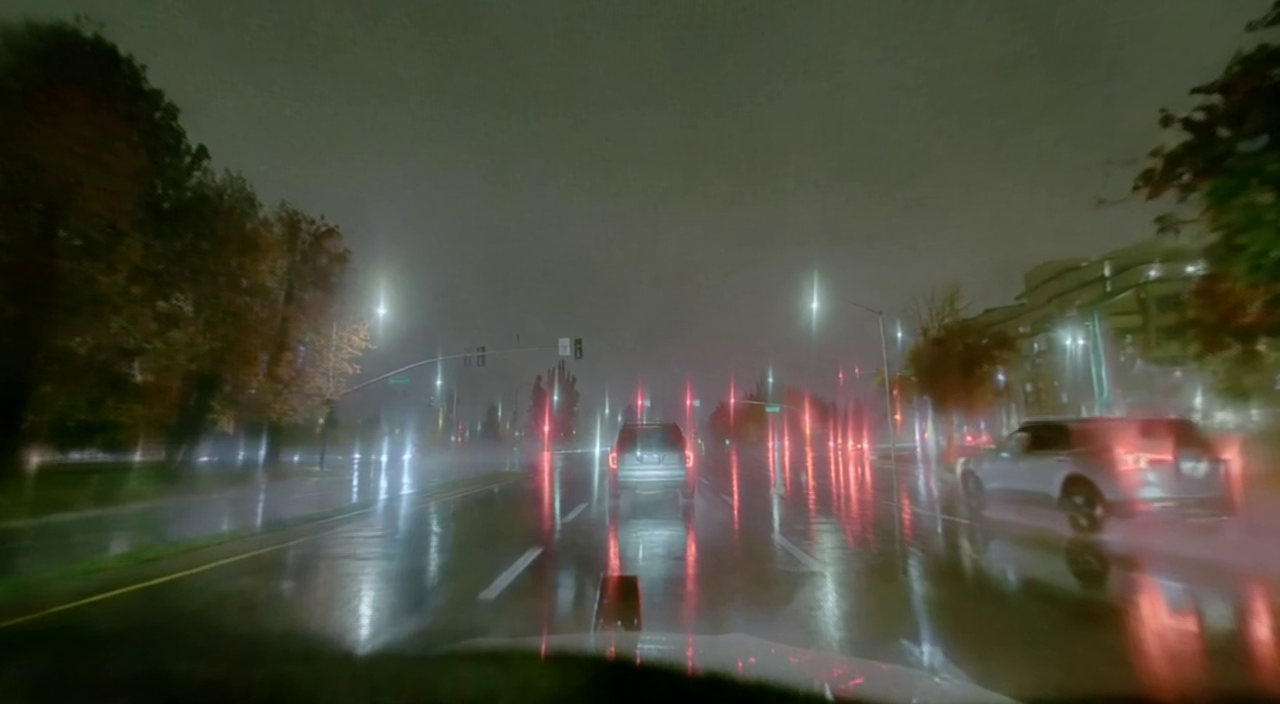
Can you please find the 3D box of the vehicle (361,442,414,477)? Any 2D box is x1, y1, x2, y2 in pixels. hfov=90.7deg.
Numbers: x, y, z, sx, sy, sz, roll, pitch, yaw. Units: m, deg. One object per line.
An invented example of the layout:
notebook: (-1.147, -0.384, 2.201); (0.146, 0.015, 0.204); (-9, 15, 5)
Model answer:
vehicle: (-13.038, 5.562, 32.964); (2.209, 1.627, 4.582); (3, -9, -18)

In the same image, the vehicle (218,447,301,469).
vehicle: (-29.831, 8.307, 49.645); (5.244, 1.715, 1.950); (0, -9, 1)

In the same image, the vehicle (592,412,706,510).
vehicle: (0.222, 2.549, 15.099); (2.267, 1.926, 4.708); (0, -9, 1)

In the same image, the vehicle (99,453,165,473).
vehicle: (-39.654, 8.667, 49.442); (3.386, 1.456, 2.024); (0, -9, -1)

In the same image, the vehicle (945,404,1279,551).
vehicle: (6.983, 1.799, 9.640); (2.447, 1.707, 4.396); (0, -9, 0)
